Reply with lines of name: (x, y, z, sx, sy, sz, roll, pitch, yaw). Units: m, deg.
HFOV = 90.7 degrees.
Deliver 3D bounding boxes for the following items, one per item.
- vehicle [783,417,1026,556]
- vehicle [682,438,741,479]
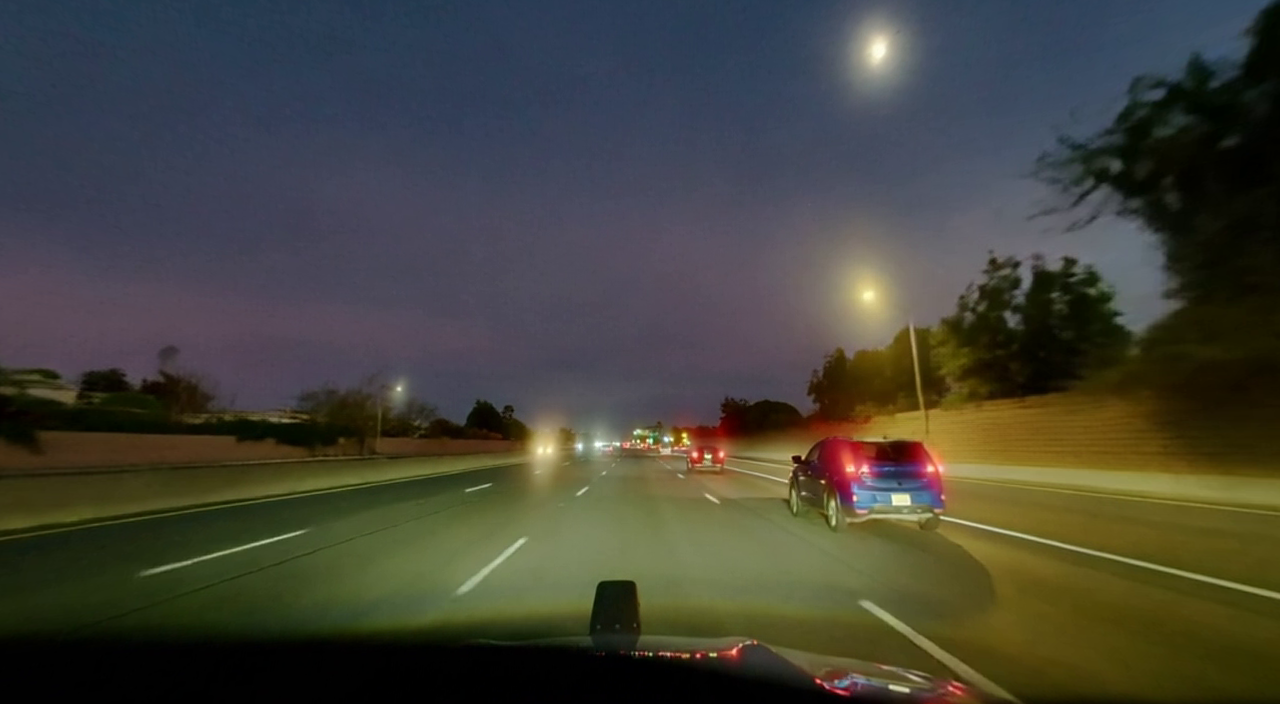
vehicle: (3.752, 1.978, 9.964, 1.910, 1.696, 4.187, 0, -9, -1)
vehicle: (3.113, 4.743, 28.345, 2.045, 1.688, 4.313, 0, -9, -1)
